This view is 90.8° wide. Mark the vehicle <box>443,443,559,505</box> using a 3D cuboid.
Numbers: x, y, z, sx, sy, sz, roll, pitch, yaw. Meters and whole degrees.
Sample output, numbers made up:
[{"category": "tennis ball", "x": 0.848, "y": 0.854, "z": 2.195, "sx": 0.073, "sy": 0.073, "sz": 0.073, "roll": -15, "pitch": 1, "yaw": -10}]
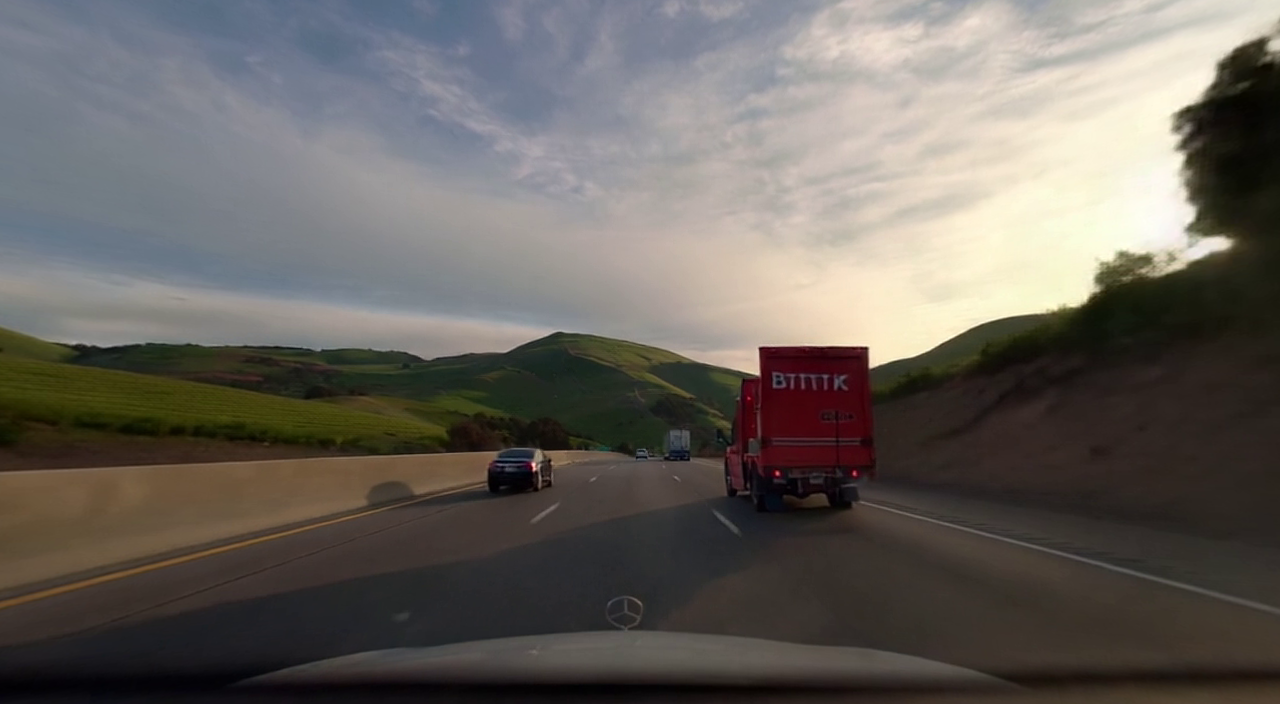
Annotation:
[{"category": "vehicle", "x": -3.745, "y": 3.403, "z": 18.099, "sx": 2.060, "sy": 1.475, "sz": 5.314, "roll": 0, "pitch": -9, "yaw": 1}]

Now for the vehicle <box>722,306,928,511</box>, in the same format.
[{"category": "vehicle", "x": 4.003, "y": 1.548, "z": 15.575, "sx": 2.999, "sy": 4.023, "sz": 6.337, "roll": 0, "pitch": -9, "yaw": -1}]
